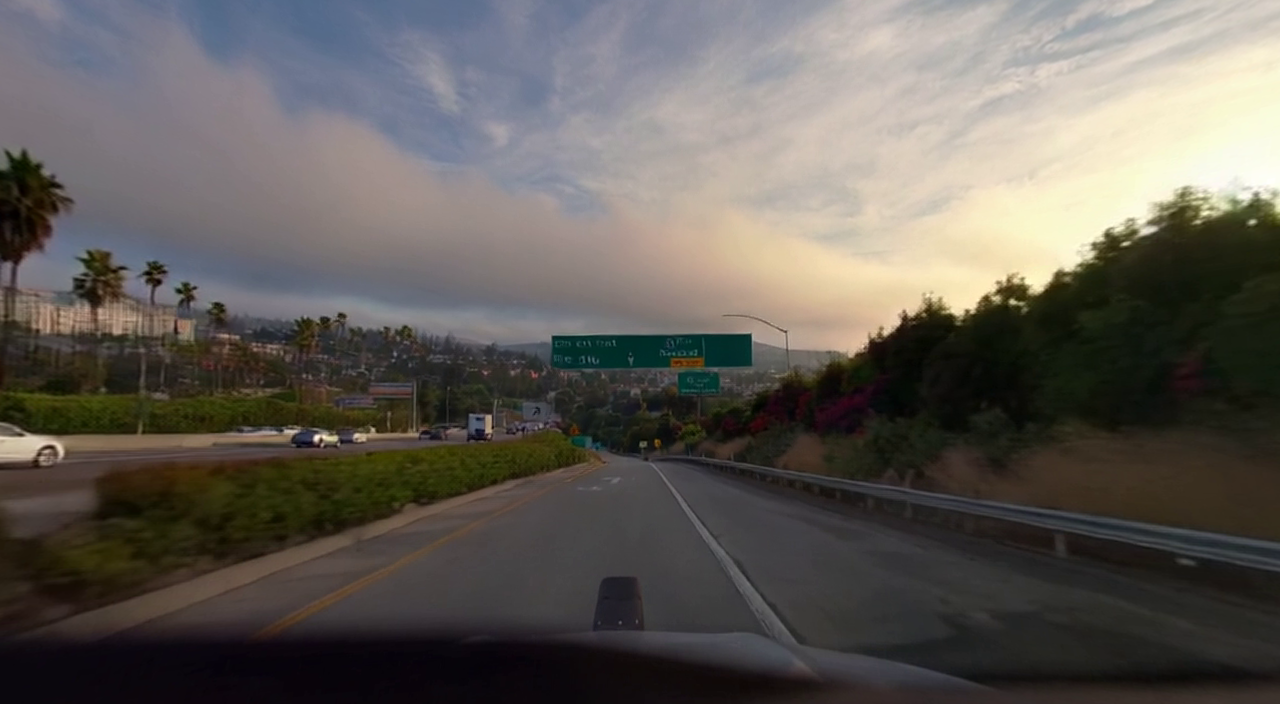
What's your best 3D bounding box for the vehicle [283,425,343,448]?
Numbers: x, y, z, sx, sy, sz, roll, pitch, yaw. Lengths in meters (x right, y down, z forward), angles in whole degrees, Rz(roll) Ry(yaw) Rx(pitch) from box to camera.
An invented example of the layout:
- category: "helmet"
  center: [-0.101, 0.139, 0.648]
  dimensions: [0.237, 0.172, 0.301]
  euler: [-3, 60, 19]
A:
- category: "vehicle"
  center: [-22.700, 5.882, 44.015]
  dimensions: [1.933, 1.496, 4.516]
  euler: [0, -8, -2]
